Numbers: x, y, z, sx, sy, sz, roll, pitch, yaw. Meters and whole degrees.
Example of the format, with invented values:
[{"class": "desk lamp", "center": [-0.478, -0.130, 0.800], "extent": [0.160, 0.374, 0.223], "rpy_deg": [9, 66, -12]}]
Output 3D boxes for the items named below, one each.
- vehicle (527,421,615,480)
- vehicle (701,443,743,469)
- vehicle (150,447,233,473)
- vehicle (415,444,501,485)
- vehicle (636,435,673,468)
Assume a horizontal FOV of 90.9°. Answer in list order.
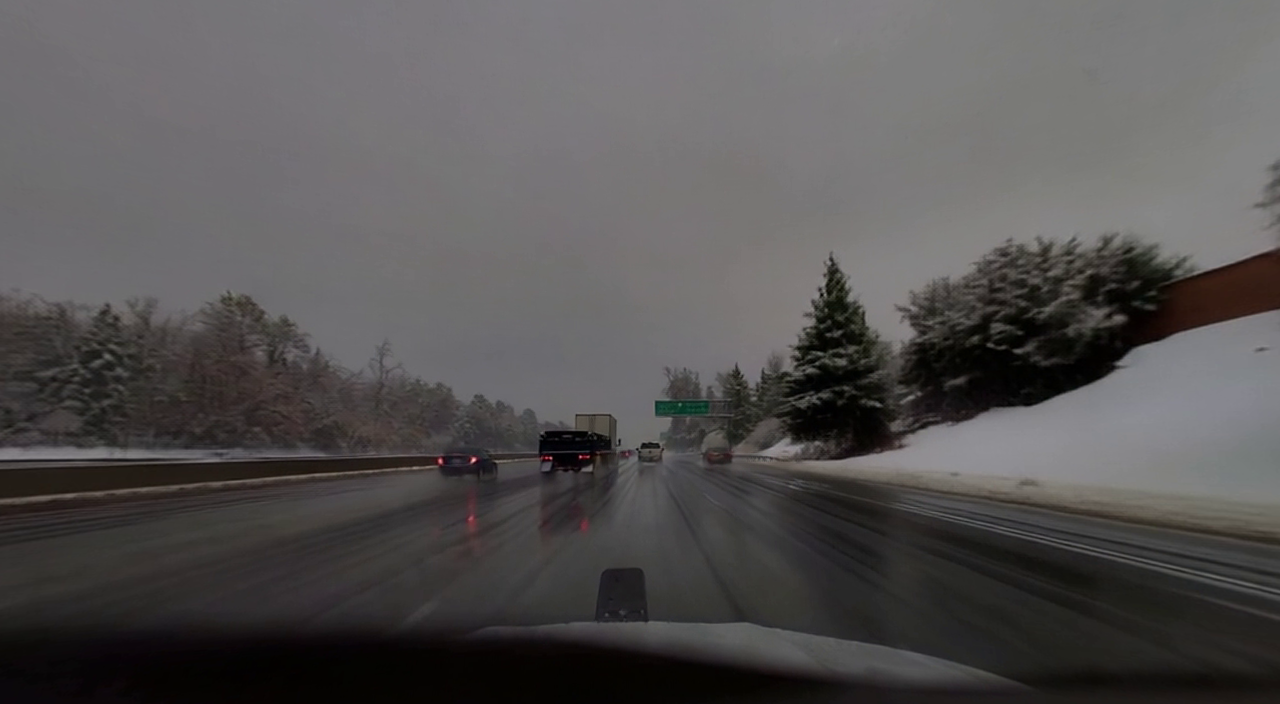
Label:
[{"class": "vehicle", "center": [-3.194, 5.286, 34.309], "extent": [2.854, 2.379, 16.653], "rpy_deg": [0, -8, 0]}, {"class": "vehicle", "center": [4.976, 6.411, 38.977], "extent": [1.993, 1.474, 4.230], "rpy_deg": [0, -8, 0]}, {"class": "vehicle", "center": [-27.951, 6.733, 39.498], "extent": [1.796, 1.460, 4.461], "rpy_deg": [-1, -8, 2]}, {"class": "vehicle", "center": [-7.160, 4.446, 25.329], "extent": [1.965, 1.437, 4.592], "rpy_deg": [-1, -8, 2]}, {"class": "vehicle", "center": [0.949, 6.537, 41.596], "extent": [2.309, 2.023, 5.130], "rpy_deg": [0, -8, 1]}]
